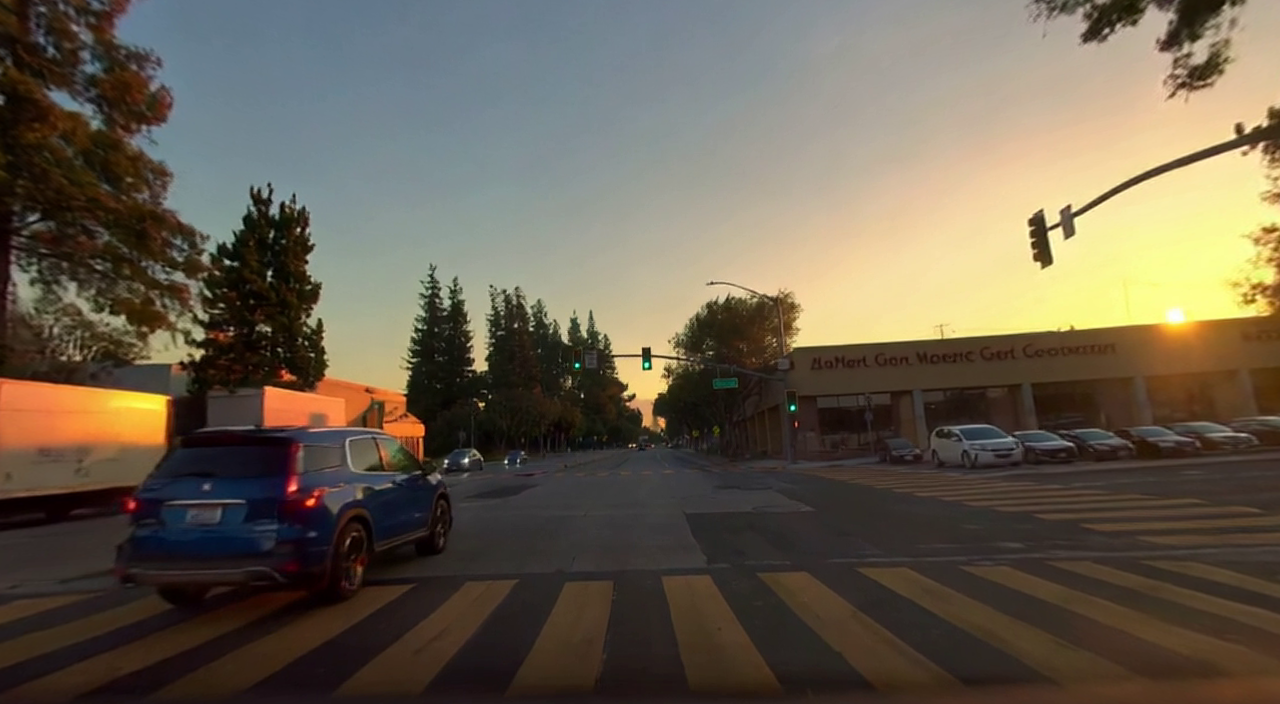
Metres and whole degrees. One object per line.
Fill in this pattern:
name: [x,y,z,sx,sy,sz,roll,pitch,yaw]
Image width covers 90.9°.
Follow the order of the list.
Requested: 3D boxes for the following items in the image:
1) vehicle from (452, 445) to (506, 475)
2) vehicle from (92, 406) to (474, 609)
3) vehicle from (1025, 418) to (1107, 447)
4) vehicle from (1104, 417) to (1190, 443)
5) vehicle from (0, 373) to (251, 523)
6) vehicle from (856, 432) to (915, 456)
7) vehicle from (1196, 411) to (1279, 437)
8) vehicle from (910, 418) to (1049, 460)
vehicle: [-9.283,6.256,36.709,2.026,1.616,4.199,0,-8,0]
vehicle: [-3.517,1.597,7.470,1.934,1.649,4.490,0,-8,-1]
vehicle: [26.373,5.054,39.208,2.011,1.656,4.163,0,-8,-2]
vehicle: [31.246,4.855,39.004,1.823,1.480,4.003,0,-8,-3]
vehicle: [-16.521,2.791,18.437,3.161,3.455,11.058,0,-8,0]
vehicle: [17.320,6.486,44.503,3.329,1.415,1.821,-5,-9,3]
vehicle: [38.367,4.596,39.983,1.715,1.480,4.701,-1,-9,-1]
vehicle: [13.931,3.605,26.067,4.566,1.670,2.000,0,-8,-3]
